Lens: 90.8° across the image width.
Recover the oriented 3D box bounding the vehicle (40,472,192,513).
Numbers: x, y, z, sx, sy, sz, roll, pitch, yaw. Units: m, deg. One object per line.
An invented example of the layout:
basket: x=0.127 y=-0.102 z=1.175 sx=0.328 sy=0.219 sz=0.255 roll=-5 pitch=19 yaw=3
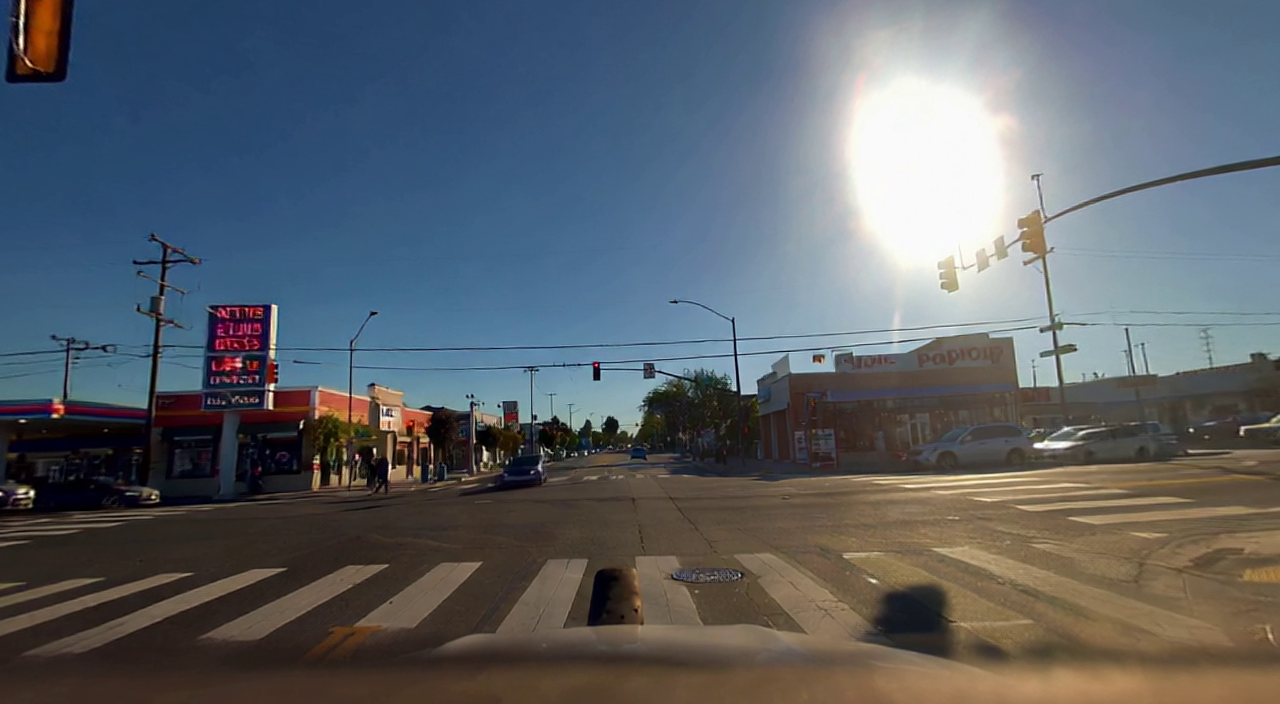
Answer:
vehicle: x=-21.172 y=5.679 z=25.648 sx=4.676 sy=1.463 sz=1.909 roll=-1 pitch=-8 yaw=6

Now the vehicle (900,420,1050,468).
vehicle: x=13.009 y=3.652 z=24.944 sx=4.916 sy=1.730 sz=1.986 roll=-4 pitch=-9 yaw=21

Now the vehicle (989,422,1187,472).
vehicle: x=14.352 y=3.102 z=20.628 sx=4.835 sy=1.487 sz=1.913 roll=-4 pitch=-9 yaw=20

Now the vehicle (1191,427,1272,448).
vehicle: x=42.041 y=6.069 z=44.898 sx=4.347 sy=1.446 sz=1.777 roll=1 pitch=-9 yaw=-10
